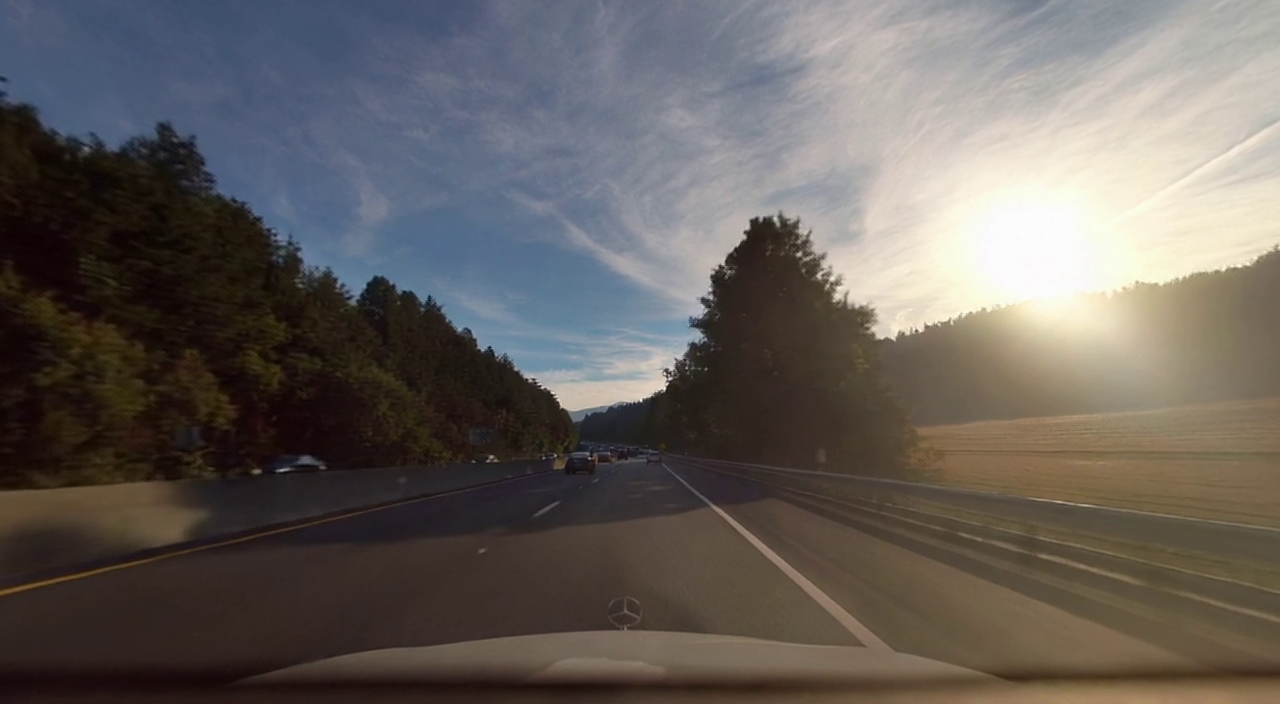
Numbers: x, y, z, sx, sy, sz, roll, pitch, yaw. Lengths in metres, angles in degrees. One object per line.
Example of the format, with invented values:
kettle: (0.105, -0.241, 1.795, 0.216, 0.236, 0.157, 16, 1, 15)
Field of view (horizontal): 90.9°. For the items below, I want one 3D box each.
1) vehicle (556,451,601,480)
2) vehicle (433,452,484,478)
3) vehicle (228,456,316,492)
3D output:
vehicle: (-3.312, 6.180, 34.519, 1.970, 1.483, 4.097, -1, -9, 1)
vehicle: (-12.220, 7.616, 42.719, 2.005, 1.555, 4.819, -1, -9, 0)
vehicle: (-16.776, 5.549, 28.956, 1.803, 1.514, 3.656, -1, -9, 1)
